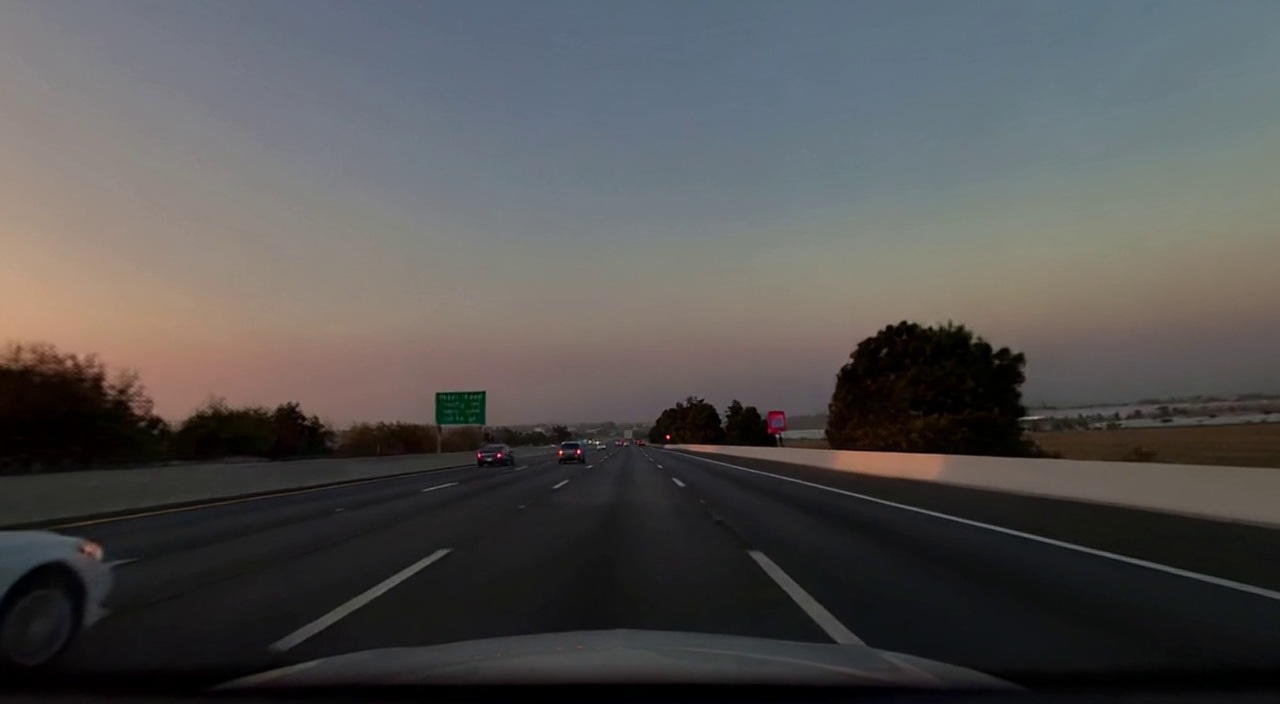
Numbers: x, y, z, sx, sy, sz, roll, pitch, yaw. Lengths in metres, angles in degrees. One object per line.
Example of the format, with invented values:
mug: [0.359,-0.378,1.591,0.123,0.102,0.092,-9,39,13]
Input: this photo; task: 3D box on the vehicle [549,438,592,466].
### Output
vehicle: [-4.381,6.376,40.300,2.200,1.662,5.091,0,-8,0]

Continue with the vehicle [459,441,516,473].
vehicle: [-8.070,5.568,33.758,1.924,1.519,4.791,0,-8,0]
